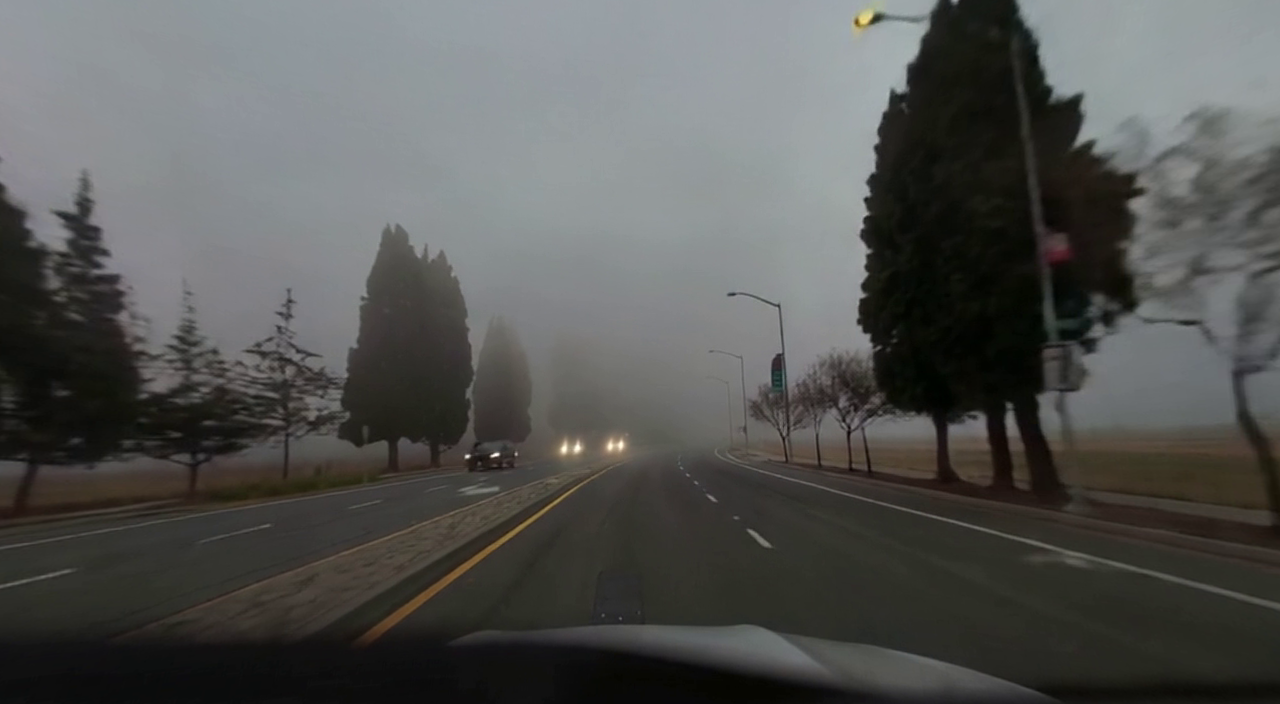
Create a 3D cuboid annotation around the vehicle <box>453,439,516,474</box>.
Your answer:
[{"bbox_3d":[-8.099,5.477,33.401,2.058,1.680,4.315,0,-8,2],"label":"vehicle"}]
